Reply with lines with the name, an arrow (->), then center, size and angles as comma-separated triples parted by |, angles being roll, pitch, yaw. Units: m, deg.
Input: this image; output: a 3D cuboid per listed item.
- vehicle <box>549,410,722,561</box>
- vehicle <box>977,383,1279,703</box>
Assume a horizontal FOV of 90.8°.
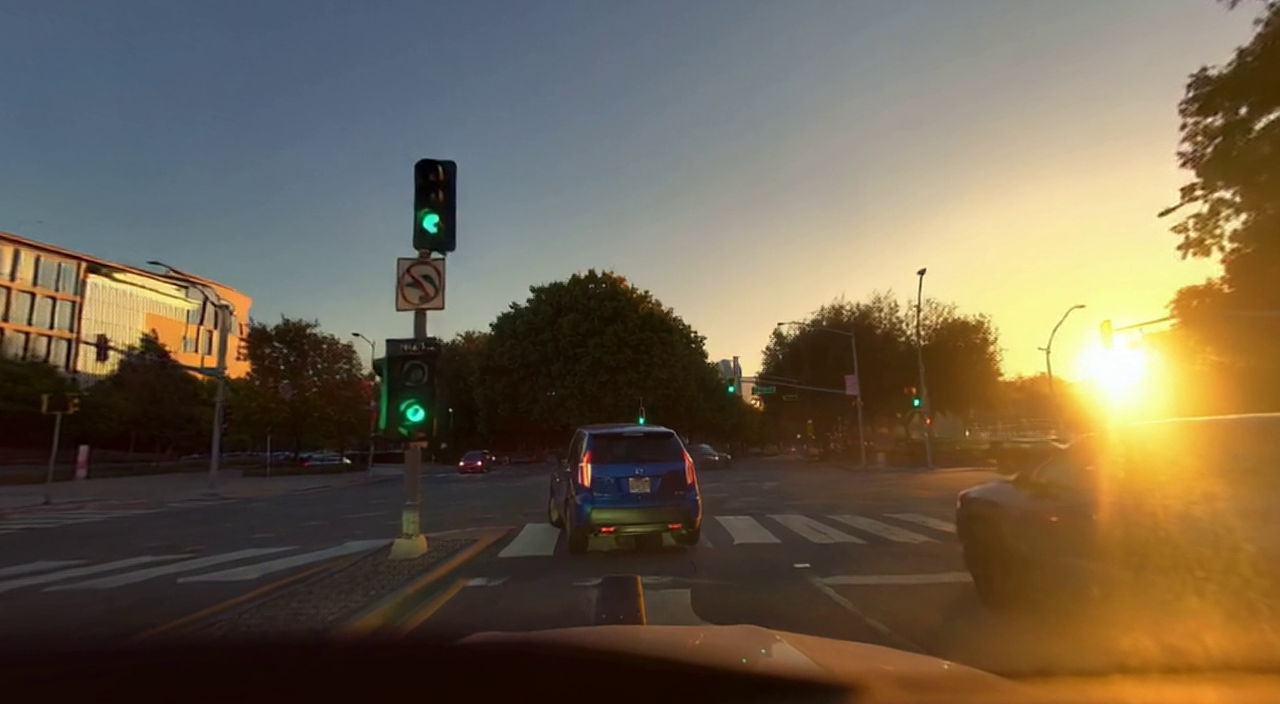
vehicle -> -0.163, 1.905, 9.729 | 2.085, 1.807, 4.038 | 0, -8, -3
vehicle -> 3.580, 0.916, 2.583 | 1.899, 1.572, 4.425 | 0, -8, -1
